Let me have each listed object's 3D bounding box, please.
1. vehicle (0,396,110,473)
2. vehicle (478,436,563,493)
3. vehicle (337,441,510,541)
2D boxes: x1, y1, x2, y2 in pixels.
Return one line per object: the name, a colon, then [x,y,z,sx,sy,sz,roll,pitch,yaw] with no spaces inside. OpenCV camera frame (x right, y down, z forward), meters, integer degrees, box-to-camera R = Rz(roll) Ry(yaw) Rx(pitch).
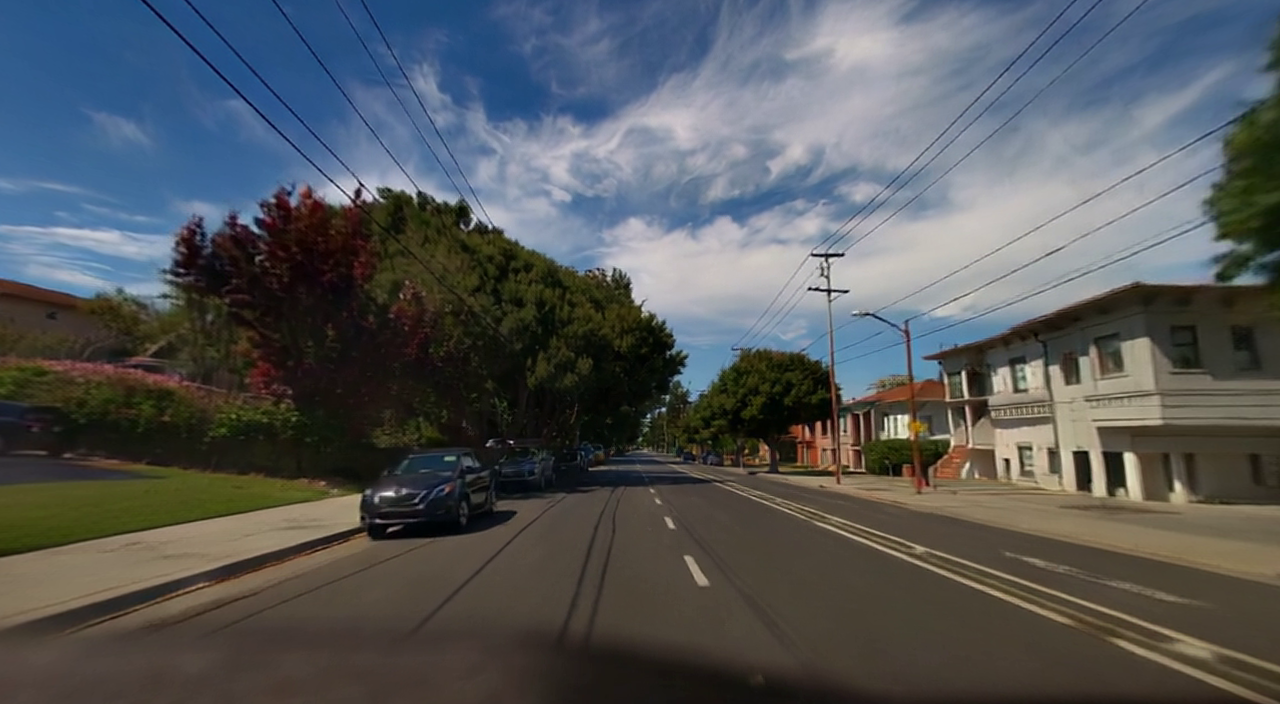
vehicle: [-17.610,2.235,17.082,4.465,1.933,2.198,0,-8,-1]
vehicle: [-4.399,4.258,24.271,2.189,1.887,5.616,-1,-9,0]
vehicle: [-3.893,2.544,12.360,1.825,1.542,4.715,0,-9,-1]
